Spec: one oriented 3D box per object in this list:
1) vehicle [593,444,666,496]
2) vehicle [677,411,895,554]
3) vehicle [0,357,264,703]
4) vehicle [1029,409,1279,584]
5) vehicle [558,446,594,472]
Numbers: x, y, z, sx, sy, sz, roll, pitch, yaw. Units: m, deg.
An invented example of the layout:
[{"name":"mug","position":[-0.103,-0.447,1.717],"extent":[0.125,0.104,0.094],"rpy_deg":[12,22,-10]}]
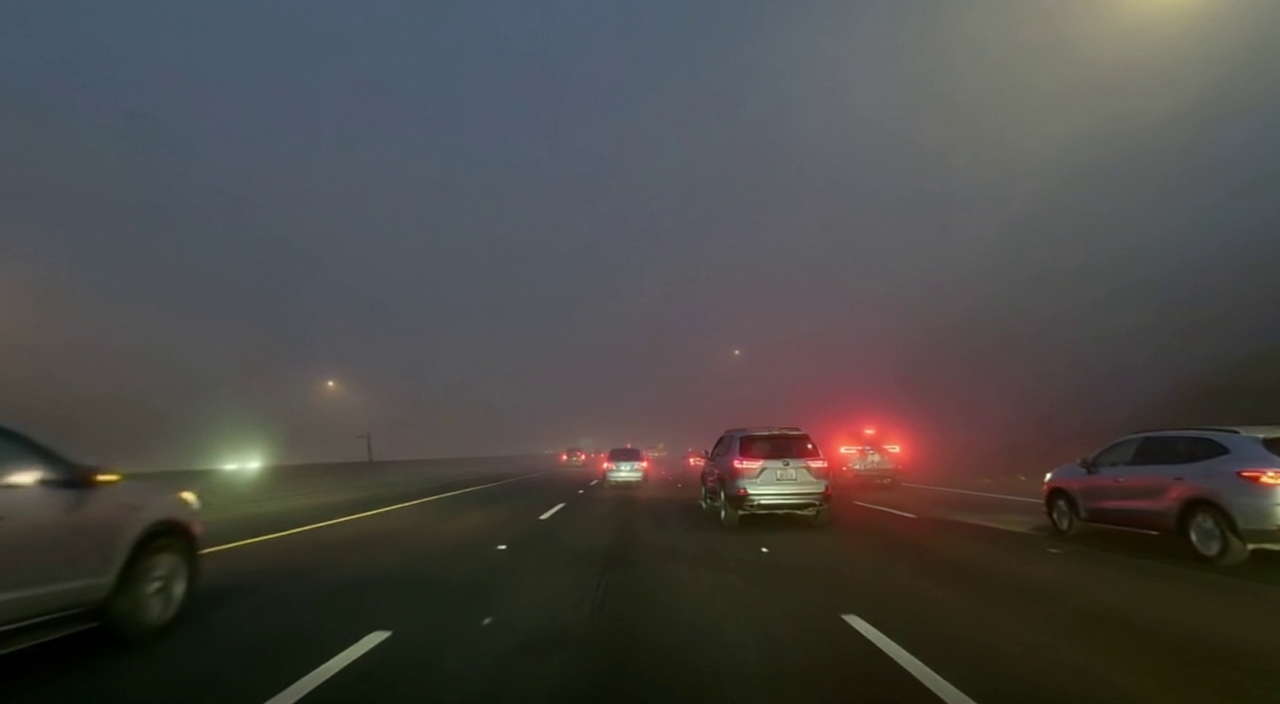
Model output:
[{"name":"vehicle","position":[-0.283,3.781,20.556],"extent":[2.157,1.495,4.038],"rpy_deg":[0,-9,1]},{"name":"vehicle","position":[1.932,1.917,9.846],"extent":[2.230,1.740,3.976],"rpy_deg":[1,-9,-4]},{"name":"vehicle","position":[-4.277,0.881,3.007],"extent":[2.047,1.755,4.638],"rpy_deg":[0,-9,0]},{"name":"vehicle","position":[7.089,1.616,7.535],"extent":[1.972,1.647,4.429],"rpy_deg":[0,-9,-1]},{"name":"vehicle","position":[-4.158,7.019,41.586],"extent":[1.889,1.600,4.043],"rpy_deg":[0,-9,1]}]
